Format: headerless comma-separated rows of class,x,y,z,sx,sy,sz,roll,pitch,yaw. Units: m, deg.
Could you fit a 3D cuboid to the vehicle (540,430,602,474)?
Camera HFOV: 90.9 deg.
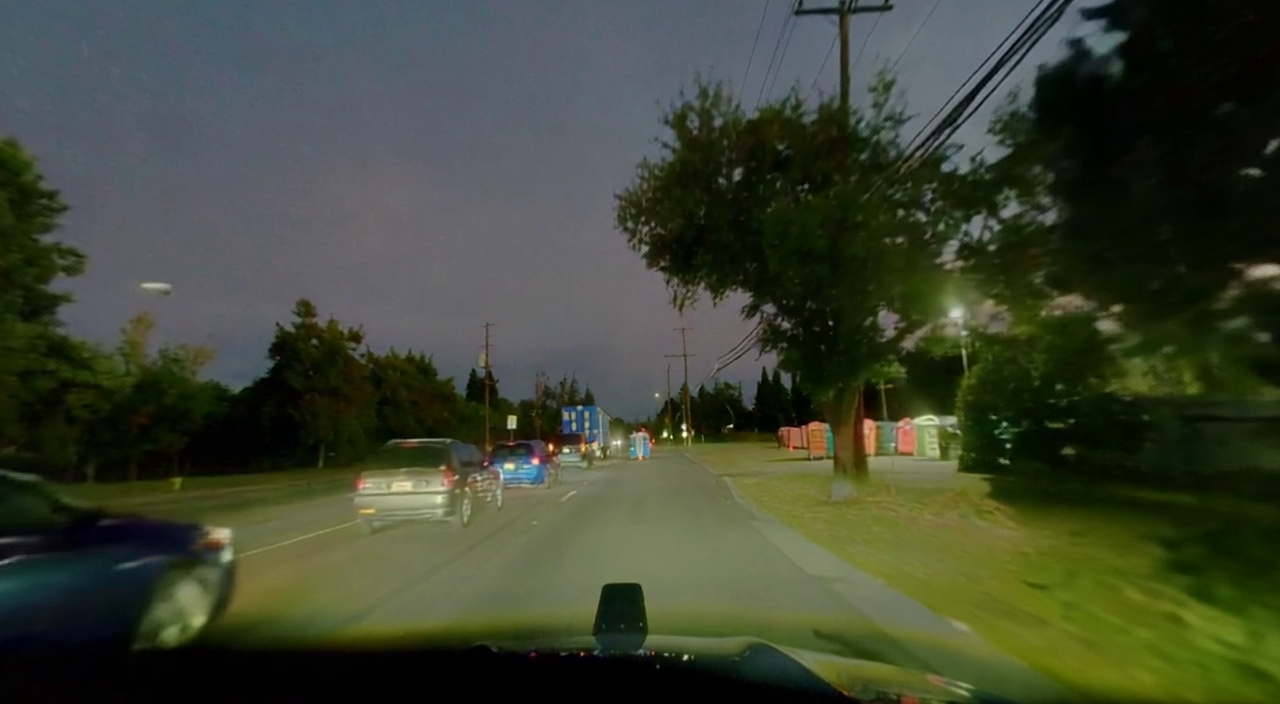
vehicle,-3.055,4.543,28.856,2.187,1.821,4.748,0,-8,1

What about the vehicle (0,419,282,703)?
vehicle,-3.585,0.991,2.395,1.998,1.466,4.124,0,-8,0

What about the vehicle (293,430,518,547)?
vehicle,-3.477,2.105,10.482,1.972,1.486,4.547,0,-8,0

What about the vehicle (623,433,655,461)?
vehicle,-0.085,6.629,44.045,2.117,1.861,4.095,0,-8,0
